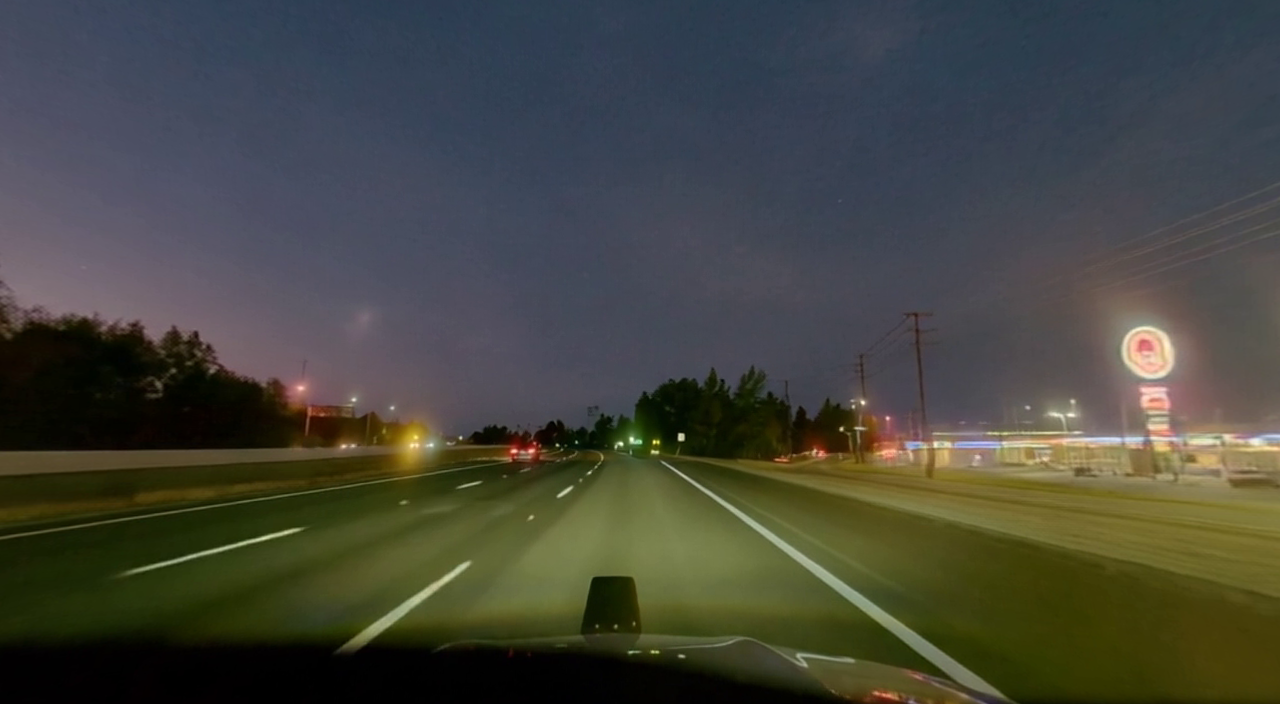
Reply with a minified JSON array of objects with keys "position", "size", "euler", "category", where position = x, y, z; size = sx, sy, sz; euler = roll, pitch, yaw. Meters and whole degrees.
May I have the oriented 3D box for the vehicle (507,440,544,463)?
[{"position":[-8.681,7.547,48.081],"size":[2.053,1.682,4.423],"euler":[0,-8,-1],"category":"vehicle"}]
